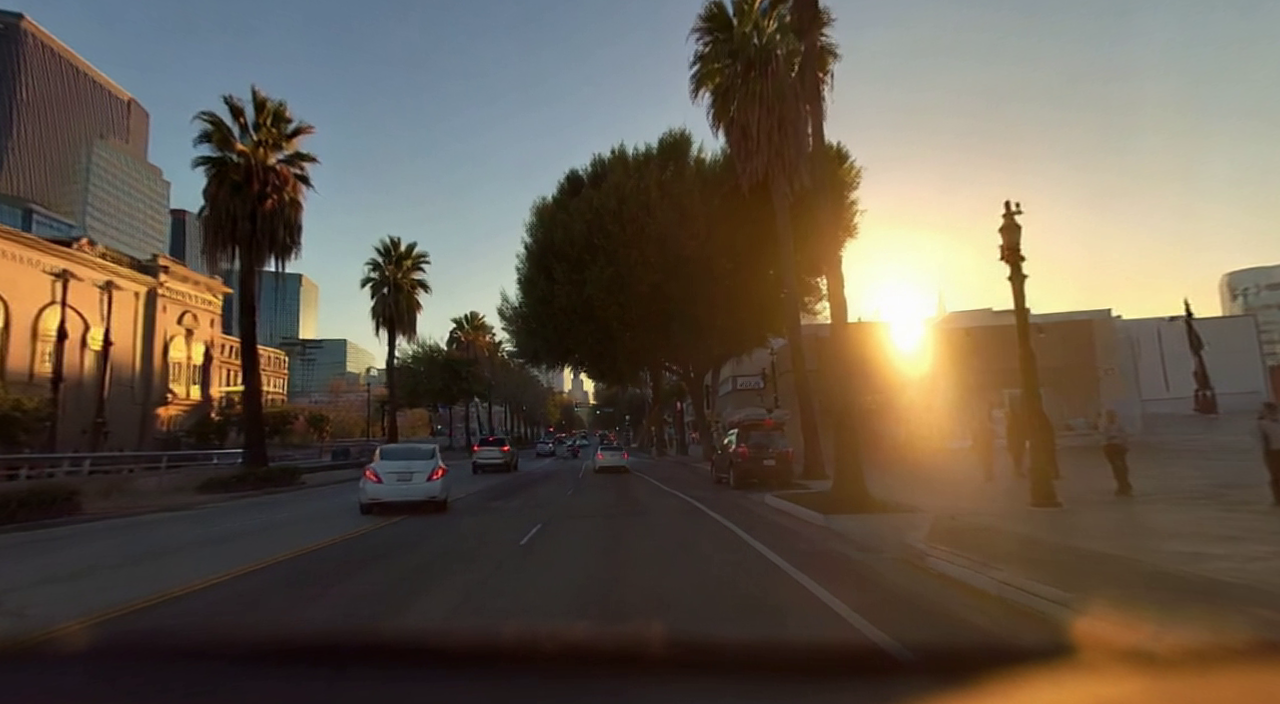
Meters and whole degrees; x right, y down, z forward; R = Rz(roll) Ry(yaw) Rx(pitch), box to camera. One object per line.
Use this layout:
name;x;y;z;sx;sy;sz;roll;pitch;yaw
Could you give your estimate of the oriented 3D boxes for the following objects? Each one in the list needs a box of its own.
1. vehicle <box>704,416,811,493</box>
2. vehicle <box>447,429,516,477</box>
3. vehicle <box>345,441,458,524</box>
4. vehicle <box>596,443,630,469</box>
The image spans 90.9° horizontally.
vehicle;3.601;3.281;20.479;2.126;2.167;5.098;0;-9;-4
vehicle;-7.415;4.801;30.094;2.164;2.047;5.455;0;-9;-3
vehicle;-5.257;2.756;14.024;1.930;1.477;4.657;3;-9;-20
vehicle;-1.740;6.471;39.348;1.972;1.473;4.000;0;-9;-4
